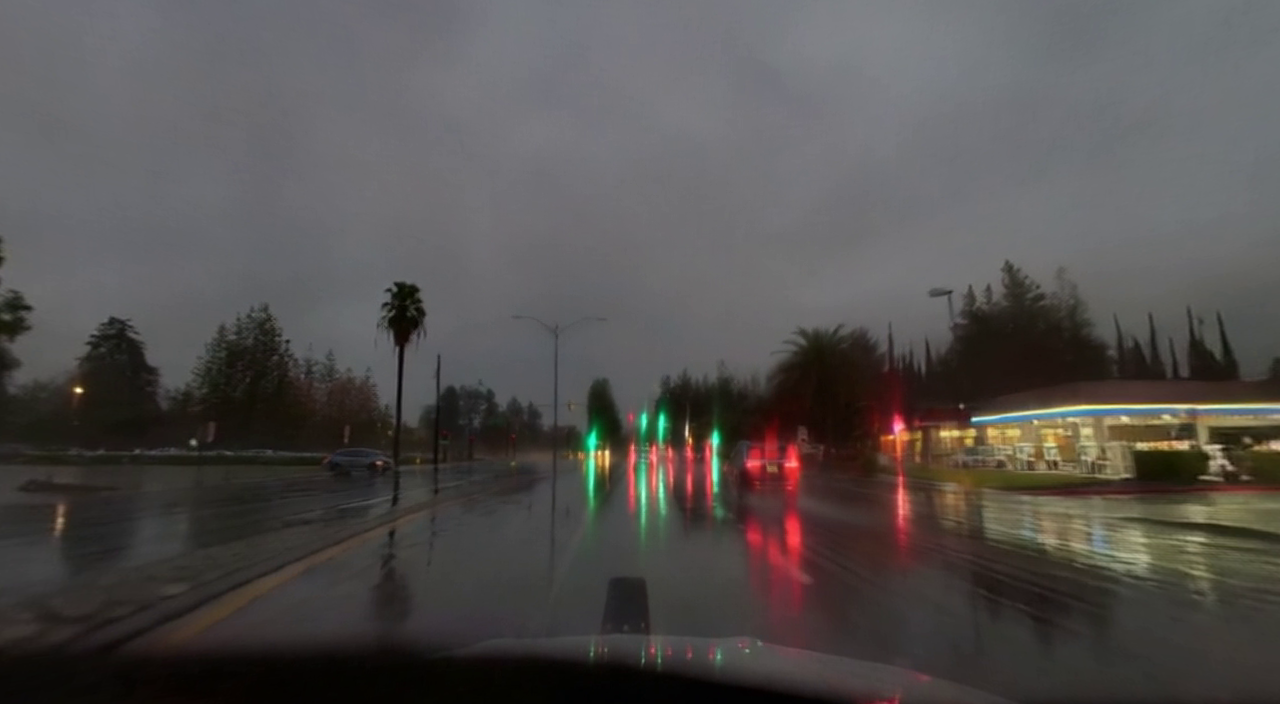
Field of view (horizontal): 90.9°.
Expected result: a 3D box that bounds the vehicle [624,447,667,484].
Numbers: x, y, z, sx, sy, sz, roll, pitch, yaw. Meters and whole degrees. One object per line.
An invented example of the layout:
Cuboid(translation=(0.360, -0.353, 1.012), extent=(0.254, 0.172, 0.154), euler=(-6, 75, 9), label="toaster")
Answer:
Cuboid(translation=(0.265, 5.538, 30.944), extent=(1.991, 1.664, 3.814), euler=(0, -8, 0), label="vehicle")

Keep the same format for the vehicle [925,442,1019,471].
Cuboid(translation=(21.692, 6.818, 41.280), extent=(4.831, 1.816, 2.295), euler=(0, -8, -2), label="vehicle")

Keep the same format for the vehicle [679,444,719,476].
Cuboid(translation=(3.806, 7.052, 41.540), extent=(2.154, 1.975, 4.634), euler=(0, -8, 0), label="vehicle")

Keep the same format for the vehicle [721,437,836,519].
Cuboid(translation=(3.254, 3.022, 15.648), extent=(1.872, 1.752, 3.896), euler=(0, -8, -1), label="vehicle")
